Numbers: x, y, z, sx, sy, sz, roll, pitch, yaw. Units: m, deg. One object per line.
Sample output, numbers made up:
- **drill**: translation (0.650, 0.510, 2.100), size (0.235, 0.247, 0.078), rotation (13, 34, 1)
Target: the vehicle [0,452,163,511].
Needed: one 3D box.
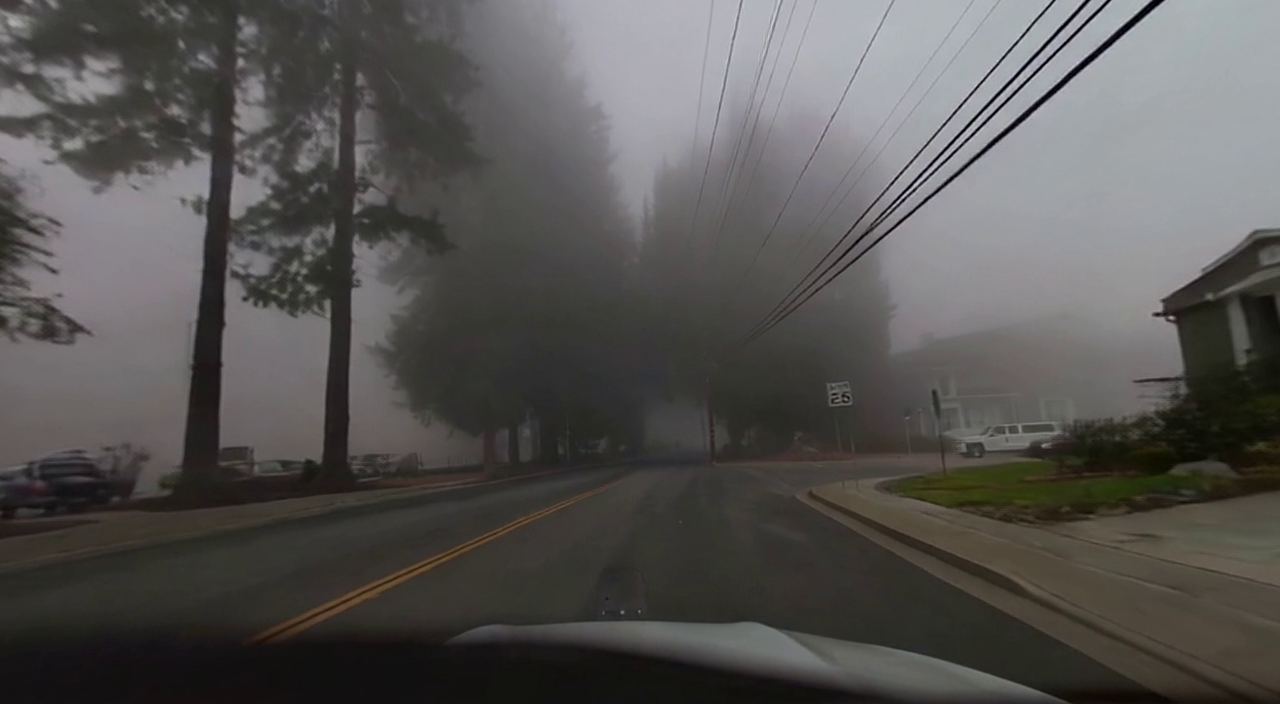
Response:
- **vehicle**: translation (-18.389, 4.096, 20.346), size (4.392, 1.692, 1.978), rotation (4, -9, -26)

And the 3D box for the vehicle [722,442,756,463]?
- **vehicle**: translation (6.915, 7.058, 44.596), size (1.990, 1.435, 4.526), rotation (-1, -8, 5)

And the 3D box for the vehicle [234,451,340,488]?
- **vehicle**: translation (-16.812, 5.585, 30.343), size (4.123, 1.603, 1.906), rotation (3, -9, -22)
